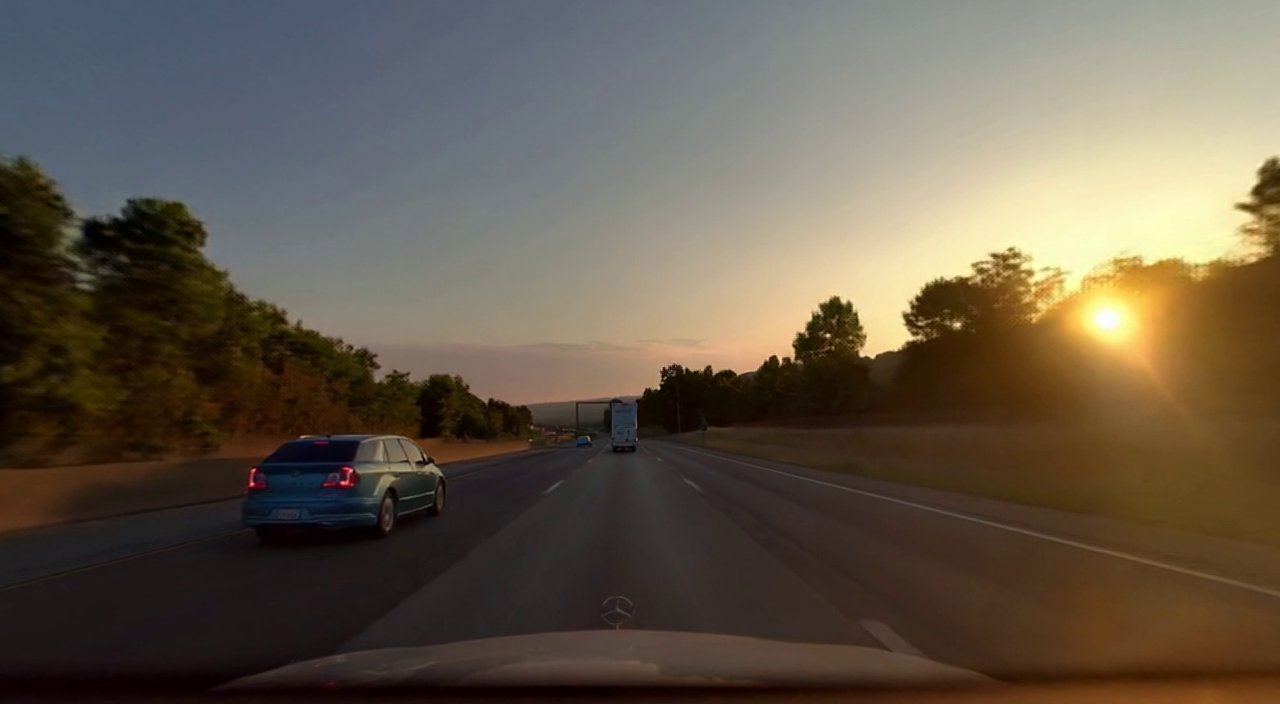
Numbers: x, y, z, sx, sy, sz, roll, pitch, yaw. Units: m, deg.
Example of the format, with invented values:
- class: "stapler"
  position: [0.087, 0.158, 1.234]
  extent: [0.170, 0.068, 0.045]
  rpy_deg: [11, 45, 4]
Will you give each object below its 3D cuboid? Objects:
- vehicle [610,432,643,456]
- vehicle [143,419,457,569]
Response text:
- class: "vehicle"
  position: [-0.923, 6.502, 44.539]
  extent: [2.162, 1.616, 4.242]
  rpy_deg: [0, -8, 0]
- class: "vehicle"
  position: [-4.012, 1.702, 8.422]
  extent: [1.931, 1.483, 4.105]
  rpy_deg: [0, -8, -1]
